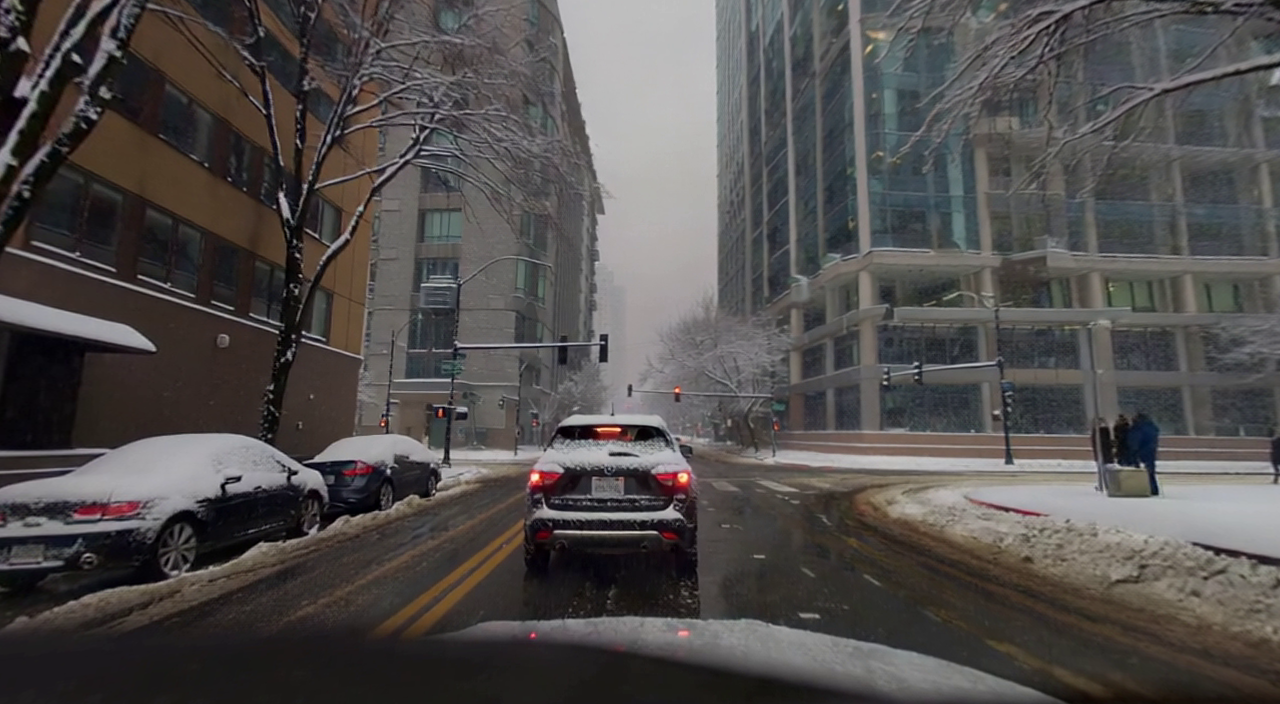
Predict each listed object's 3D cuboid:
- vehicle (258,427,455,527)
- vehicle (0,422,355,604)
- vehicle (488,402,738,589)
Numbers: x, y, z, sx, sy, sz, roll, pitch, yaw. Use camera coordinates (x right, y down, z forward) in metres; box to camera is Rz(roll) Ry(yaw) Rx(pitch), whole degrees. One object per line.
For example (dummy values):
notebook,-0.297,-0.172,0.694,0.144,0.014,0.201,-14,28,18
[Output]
vehicle,-5.872,2.640,13.958,2.077,1.791,4.751,0,-9,1
vehicle,-5.743,1.857,8.276,1.904,1.684,4.529,0,-9,-1
vehicle,-0.228,1.600,7.779,2.258,1.687,3.934,0,-9,1
